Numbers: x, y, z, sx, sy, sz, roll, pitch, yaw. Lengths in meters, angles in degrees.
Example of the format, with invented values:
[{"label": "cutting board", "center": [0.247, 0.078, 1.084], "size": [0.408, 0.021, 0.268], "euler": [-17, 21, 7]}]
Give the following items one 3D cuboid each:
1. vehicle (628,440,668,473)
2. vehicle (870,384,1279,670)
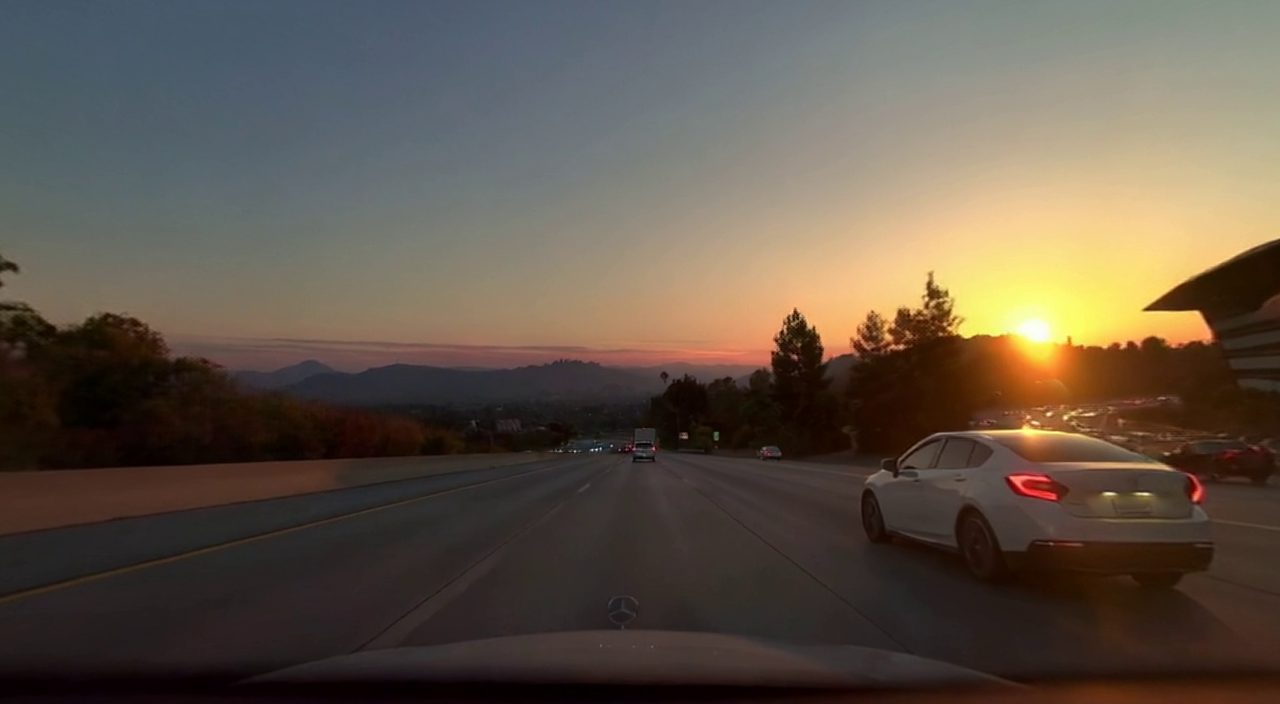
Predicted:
[{"label": "vehicle", "center": [0.384, 5.604, 33.768], "size": [2.015, 1.639, 4.086], "euler": [0, -9, 0]}, {"label": "vehicle", "center": [4.177, 1.344, 6.147], "size": [2.008, 1.595, 5.082], "euler": [-1, -8, 1]}]
